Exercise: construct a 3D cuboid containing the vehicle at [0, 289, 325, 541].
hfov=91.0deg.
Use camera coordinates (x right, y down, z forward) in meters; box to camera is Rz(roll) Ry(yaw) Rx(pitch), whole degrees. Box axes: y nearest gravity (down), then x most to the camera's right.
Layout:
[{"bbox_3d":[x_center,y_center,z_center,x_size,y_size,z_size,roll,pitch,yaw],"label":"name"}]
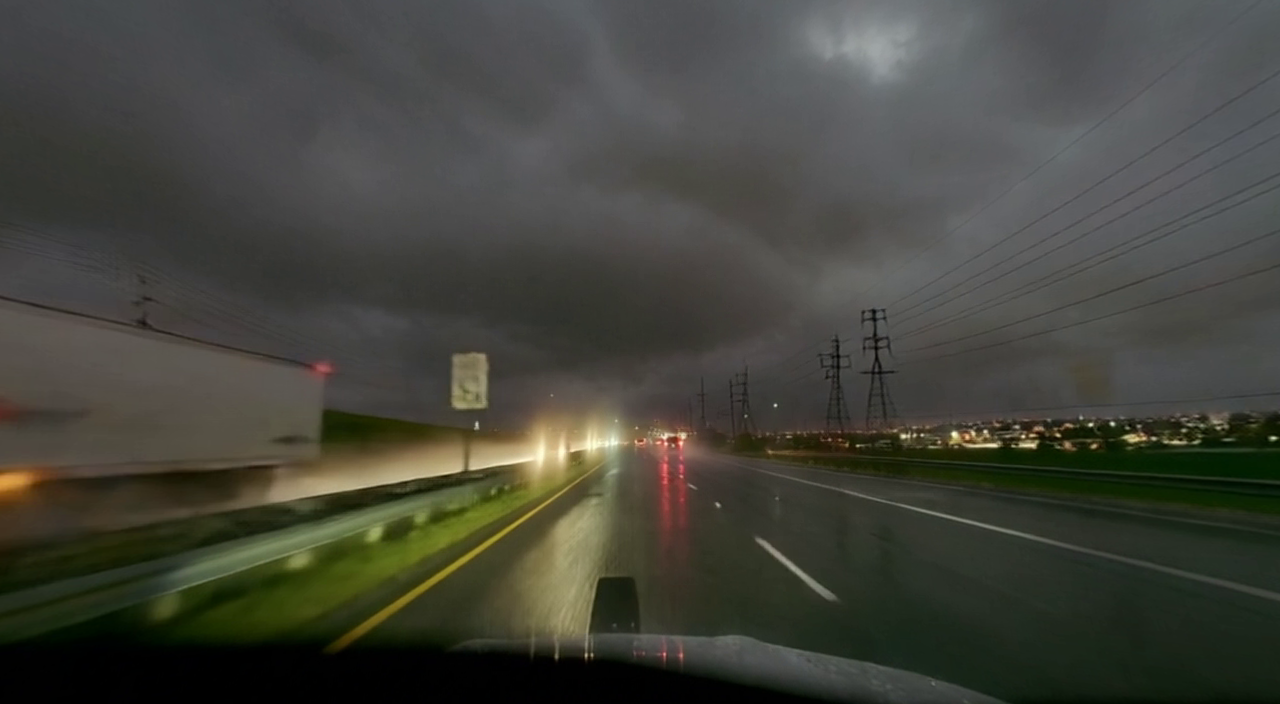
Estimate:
[{"bbox_3d":[-11.894,1.526,13.674,2.937,4.068,14.080,0,-8,0],"label":"vehicle"}]
